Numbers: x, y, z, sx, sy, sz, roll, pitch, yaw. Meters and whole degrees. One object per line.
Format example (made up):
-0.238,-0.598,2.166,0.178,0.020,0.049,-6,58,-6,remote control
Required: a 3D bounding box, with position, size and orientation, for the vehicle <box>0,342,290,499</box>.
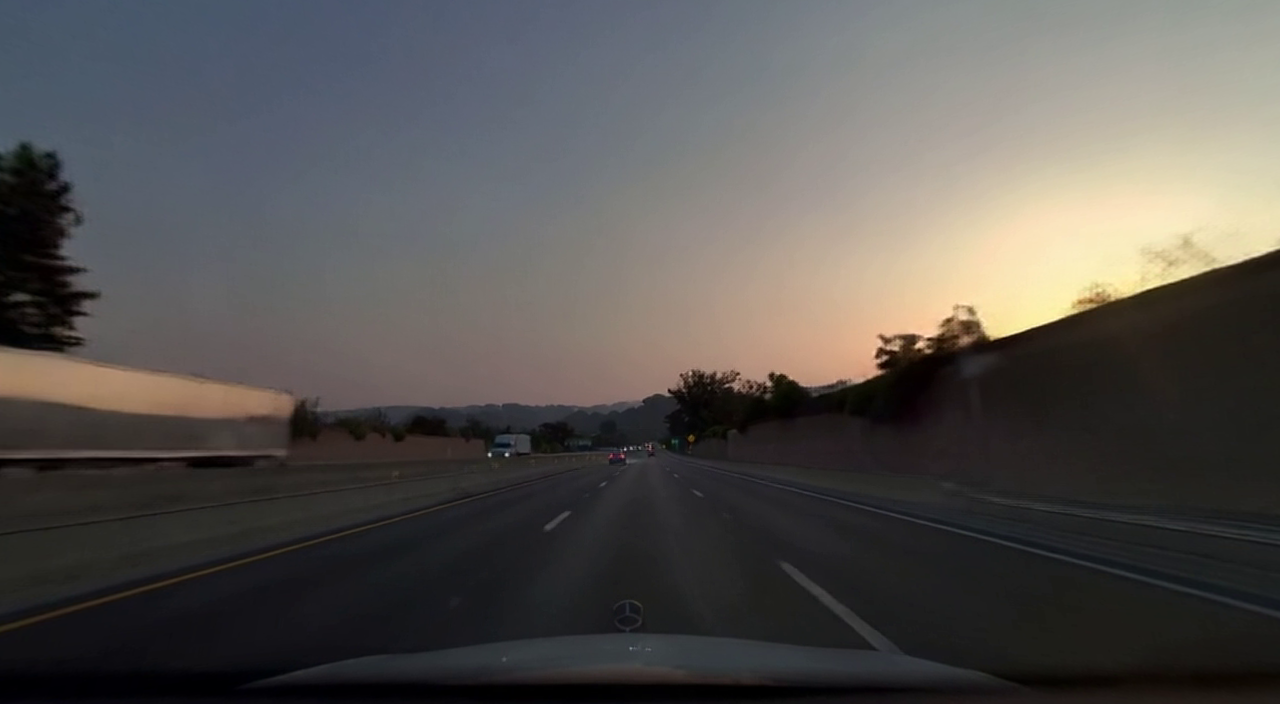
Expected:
-17.953,2.687,21.937,2.914,4.015,14.672,0,-9,1,vehicle
